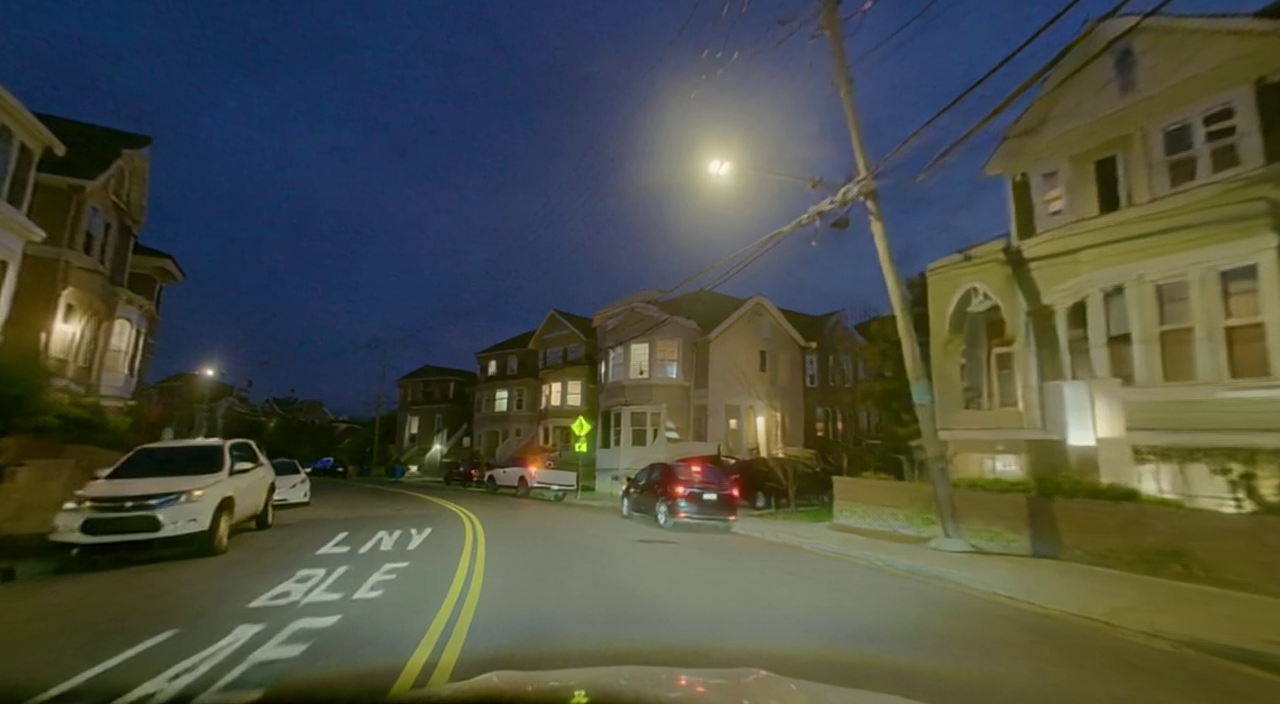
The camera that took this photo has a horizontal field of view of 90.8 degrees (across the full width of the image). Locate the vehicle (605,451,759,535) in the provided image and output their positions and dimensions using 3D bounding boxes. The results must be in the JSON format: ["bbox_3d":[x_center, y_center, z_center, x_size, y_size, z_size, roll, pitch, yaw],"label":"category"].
[{"bbox_3d":[0.778,3.191,14.848,1.923,1.531,4.568,7,-10,-18],"label":"vehicle"}]

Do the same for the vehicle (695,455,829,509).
[{"bbox_3d":[4.196,4.370,21.682,4.163,1.586,2.023,5,-10,-29],"label":"vehicle"}]

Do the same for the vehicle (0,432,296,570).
[{"bbox_3d":[-8.352,2.556,11.580,2.378,1.840,5.389,2,-11,-16],"label":"vehicle"}]

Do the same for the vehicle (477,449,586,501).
[{"bbox_3d":[-4.763,5.182,27.032,2.449,1.869,5.504,10,-13,-32],"label":"vehicle"}]
